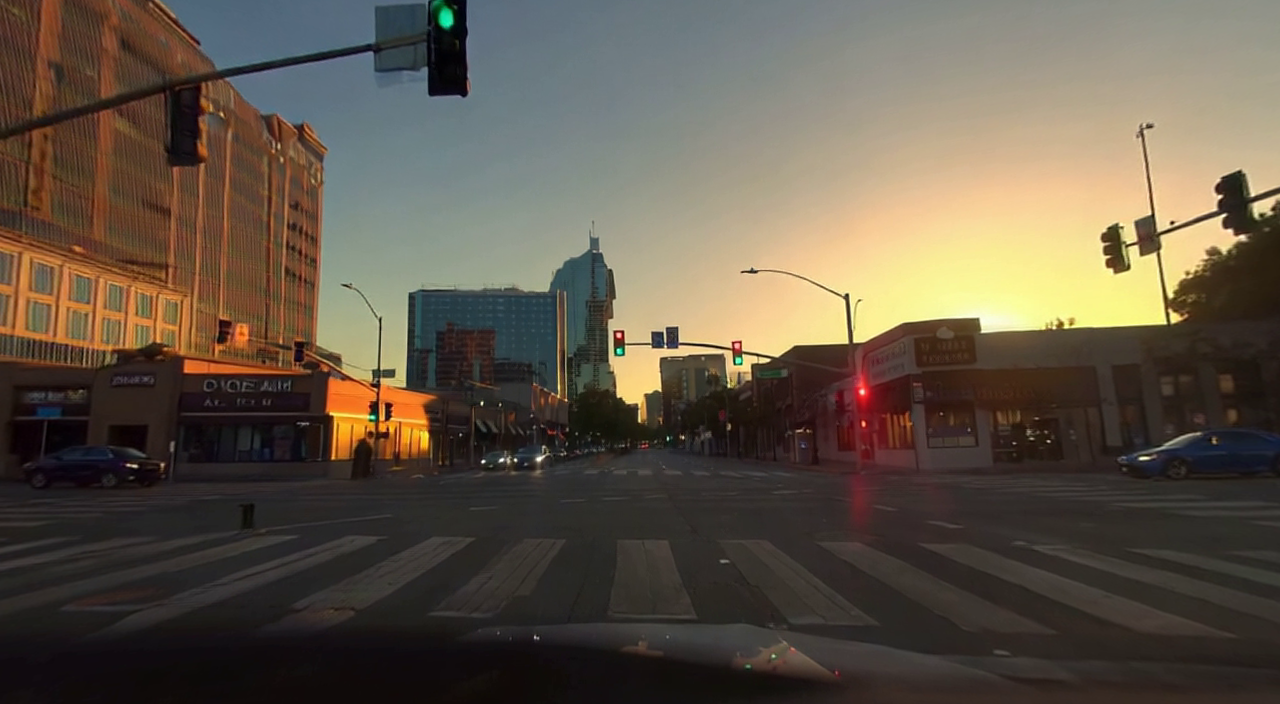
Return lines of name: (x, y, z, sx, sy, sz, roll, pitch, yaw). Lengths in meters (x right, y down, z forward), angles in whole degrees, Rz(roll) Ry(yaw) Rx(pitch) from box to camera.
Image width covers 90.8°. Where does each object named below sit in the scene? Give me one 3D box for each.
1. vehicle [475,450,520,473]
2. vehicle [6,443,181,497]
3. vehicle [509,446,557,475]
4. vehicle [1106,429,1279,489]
vehicle: (-9.846, 7.607, 44.002, 2.106, 1.505, 4.228, 0, -9, 0)
vehicle: (-21.158, 4.543, 24.585, 5.161, 1.910, 2.275, -2, -9, 11)
vehicle: (-6.782, 6.915, 40.586, 2.181, 1.703, 4.512, -1, -9, 1)
vehicle: (15.418, 2.799, 16.602, 4.651, 1.463, 1.880, -2, -9, 8)
